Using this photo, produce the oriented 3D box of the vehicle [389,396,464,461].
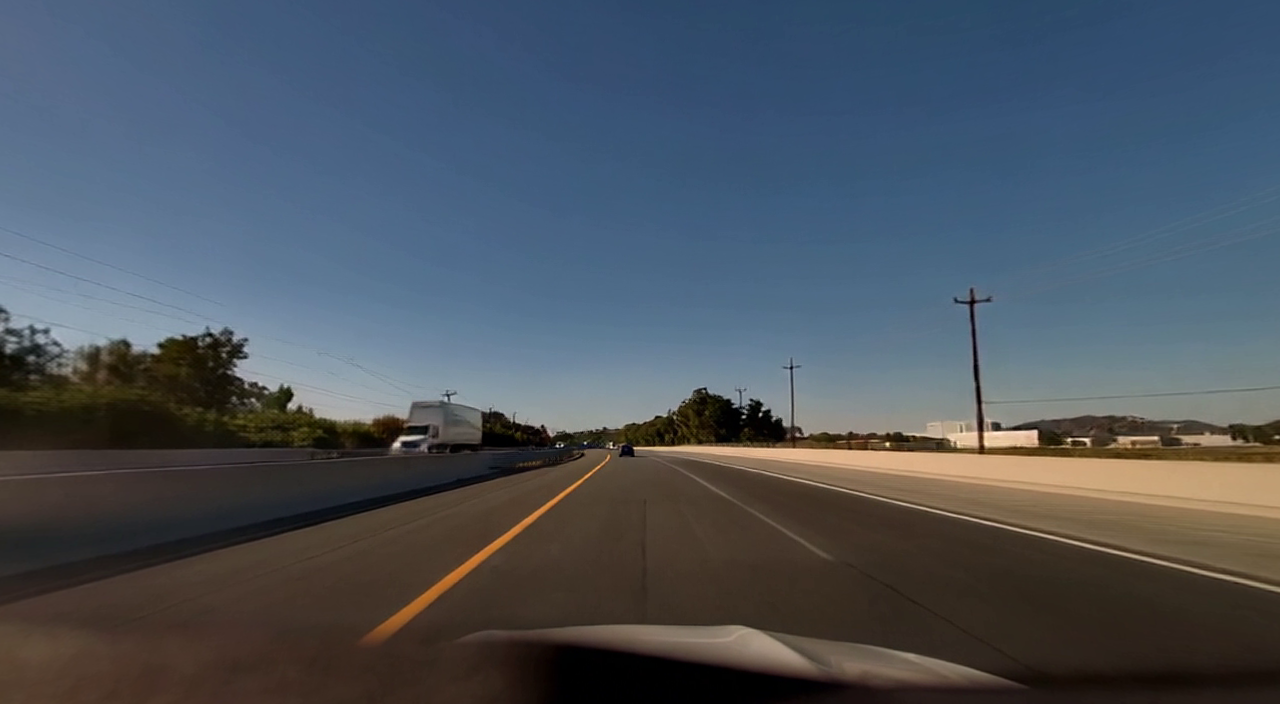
[{"bbox_3d":[-15.288,5.596,45.612,3.338,4.291,6.206,0,-8,-2],"label":"vehicle"}]
